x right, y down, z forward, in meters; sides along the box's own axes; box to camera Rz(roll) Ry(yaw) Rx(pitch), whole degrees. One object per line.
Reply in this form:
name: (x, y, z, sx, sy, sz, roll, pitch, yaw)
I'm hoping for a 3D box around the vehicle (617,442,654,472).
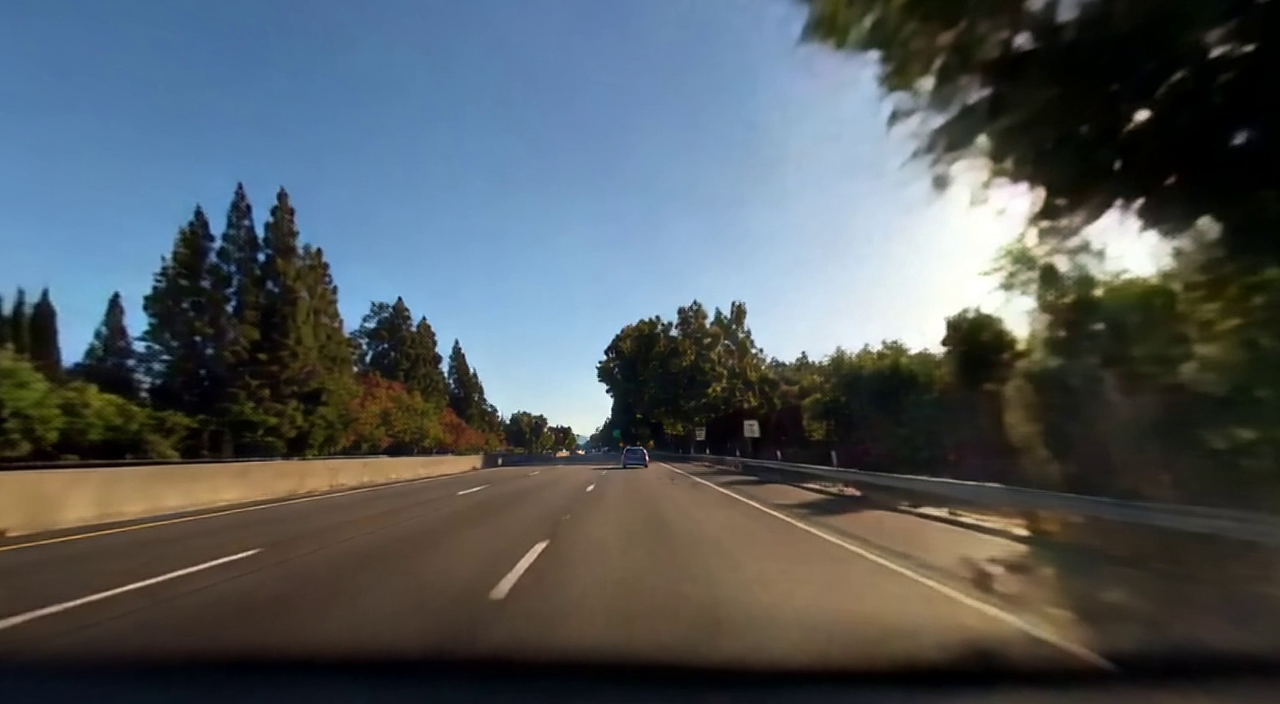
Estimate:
vehicle: (-0.285, 6.451, 38.818, 2.120, 1.715, 4.153, 0, -9, -1)
